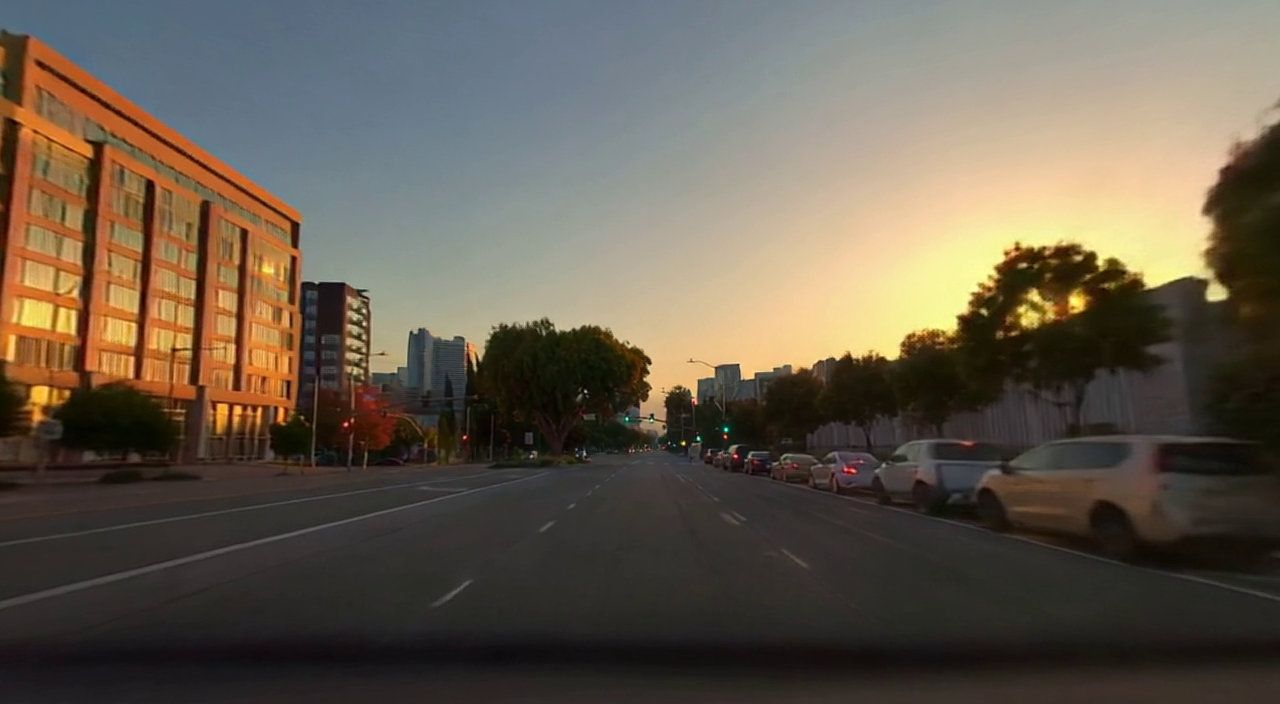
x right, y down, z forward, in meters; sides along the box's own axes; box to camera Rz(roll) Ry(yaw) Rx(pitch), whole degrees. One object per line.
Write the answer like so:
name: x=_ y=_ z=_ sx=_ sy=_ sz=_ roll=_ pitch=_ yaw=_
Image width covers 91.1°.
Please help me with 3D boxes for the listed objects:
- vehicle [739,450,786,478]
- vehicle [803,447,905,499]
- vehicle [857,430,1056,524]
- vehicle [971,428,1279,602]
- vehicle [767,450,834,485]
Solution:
vehicle: x=7.017 y=6.425 z=36.292 sx=1.863 sy=1.512 sz=4.525 roll=0 pitch=-9 yaw=1
vehicle: x=7.041 y=4.005 z=21.268 sx=1.884 sy=1.523 sz=4.746 roll=0 pitch=-9 yaw=1
vehicle: x=6.722 y=2.706 z=14.078 sx=1.977 sy=1.732 sz=4.555 roll=1 pitch=-9 yaw=-1
vehicle: x=6.845 y=1.949 z=8.539 sx=1.951 sy=1.627 sz=5.113 roll=0 pitch=-9 yaw=1
vehicle: x=7.175 y=5.191 z=28.493 sx=1.864 sy=1.466 sz=4.352 roll=0 pitch=-9 yaw=0
